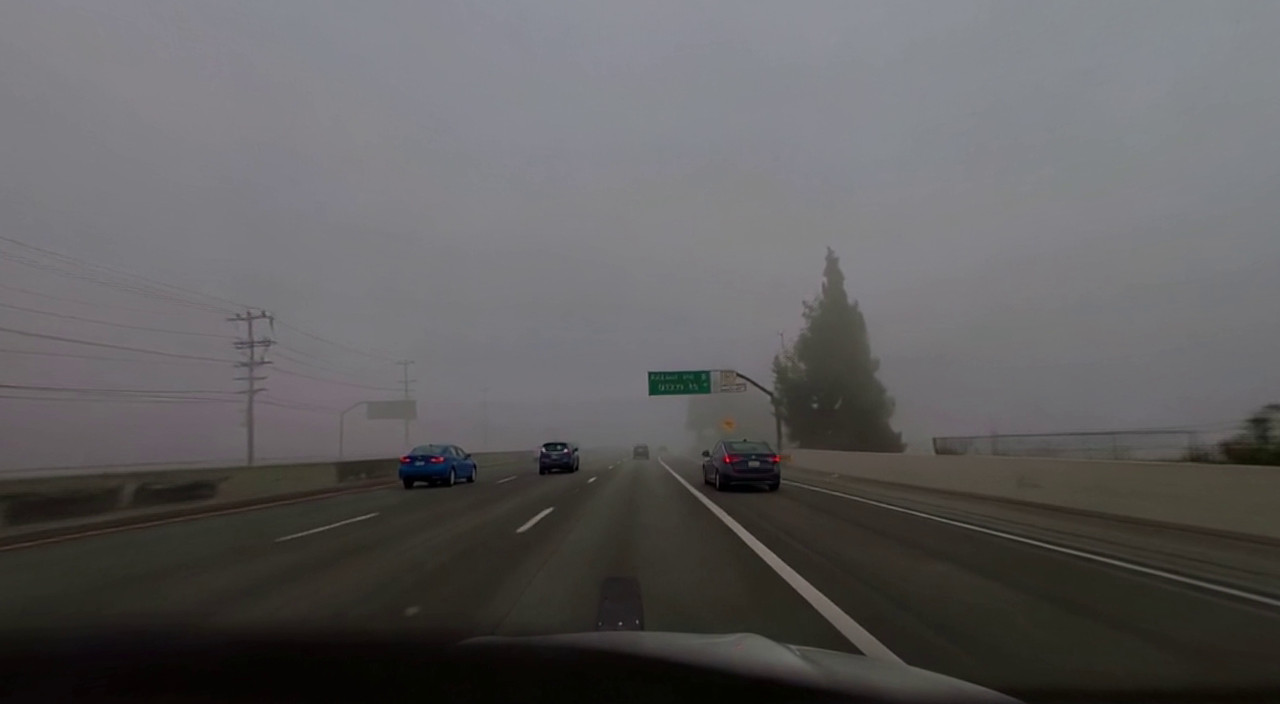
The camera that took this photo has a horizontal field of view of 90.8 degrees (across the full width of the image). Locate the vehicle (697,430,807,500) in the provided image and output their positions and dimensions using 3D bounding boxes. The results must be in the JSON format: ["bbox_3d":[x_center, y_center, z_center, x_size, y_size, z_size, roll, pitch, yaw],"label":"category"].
[{"bbox_3d":[2.881,3.021,17.348,2.100,1.659,4.387,0,-8,-1],"label":"vehicle"}]

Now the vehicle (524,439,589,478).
[{"bbox_3d":[-3.419,4.475,26.743,2.066,1.488,4.377,0,-8,1],"label":"vehicle"}]

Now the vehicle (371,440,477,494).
[{"bbox_3d":[-6.641,3.554,19.942,1.903,1.482,4.180,0,-8,0],"label":"vehicle"}]
